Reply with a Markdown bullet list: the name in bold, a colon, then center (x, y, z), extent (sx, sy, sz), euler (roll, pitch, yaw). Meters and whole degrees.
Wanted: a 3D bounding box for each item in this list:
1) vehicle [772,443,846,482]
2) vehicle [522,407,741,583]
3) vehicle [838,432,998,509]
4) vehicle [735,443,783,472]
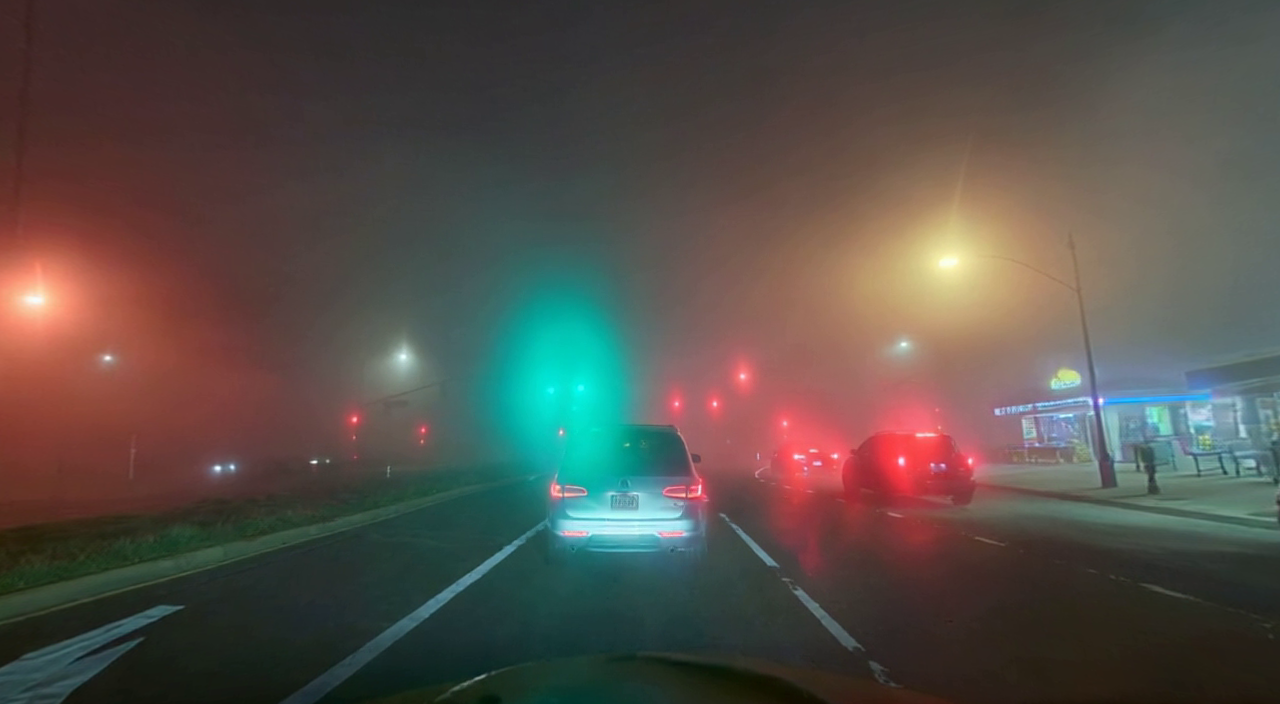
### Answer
- **vehicle**: center (6.857, 4.491, 25.983), extent (1.833, 1.452, 4.237), euler (0, -9, 0)
- **vehicle**: center (-0.065, 1.684, 8.135), extent (2.115, 1.700, 3.901), euler (0, -8, 1)
- **vehicle**: center (6.779, 2.922, 16.061), extent (2.072, 1.652, 4.611), euler (0, -8, 2)
- **vehicle**: center (6.386, 5.697, 34.220), extent (1.961, 1.477, 4.454), euler (0, -8, 3)
